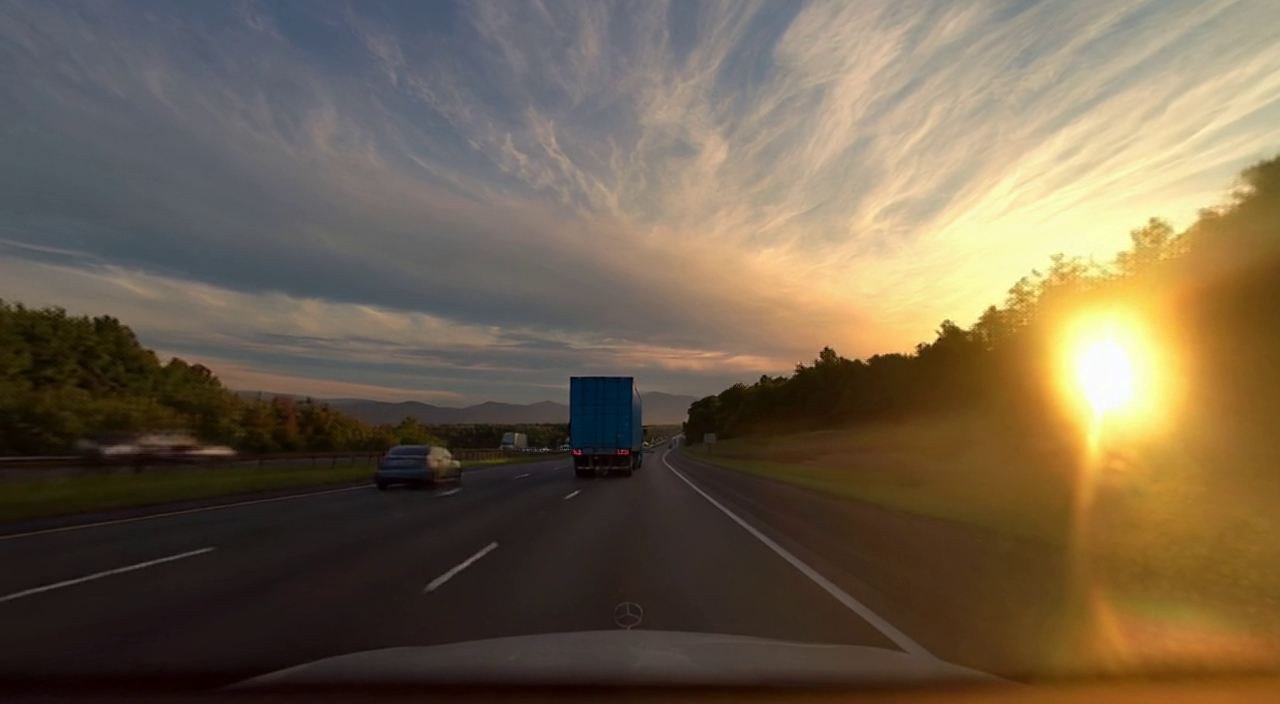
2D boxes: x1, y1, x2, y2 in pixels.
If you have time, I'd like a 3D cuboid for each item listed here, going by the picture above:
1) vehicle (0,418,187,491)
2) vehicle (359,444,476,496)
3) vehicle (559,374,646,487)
[{"bbox_3d":[-18.654,3.444,21.365,2.211,2.118,5.723,0,-9,1],"label":"vehicle"},{"bbox_3d":[-6.709,3.606,19.612,1.967,1.420,4.473,0,-9,0],"label":"vehicle"},{"bbox_3d":[-1.282,3.925,30.180,2.851,4.098,14.436,0,-9,2],"label":"vehicle"}]
